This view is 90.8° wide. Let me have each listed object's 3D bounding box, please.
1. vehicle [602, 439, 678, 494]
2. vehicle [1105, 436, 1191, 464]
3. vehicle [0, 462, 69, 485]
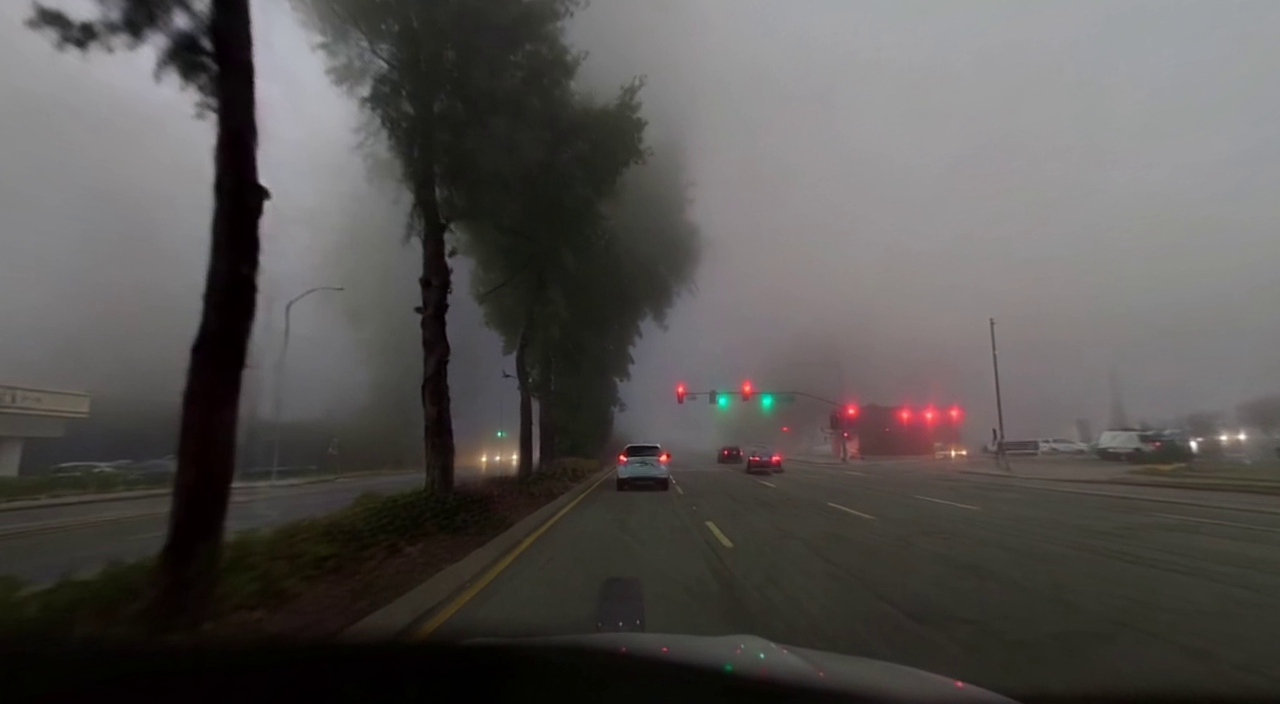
[{"bbox_3d":[-0.026,3.438,19.350,2.064,1.477,3.968,0,-9,-1],"label":"vehicle"},{"bbox_3d":[31.902,6.168,39.824,1.873,1.588,4.133,-2,-8,-1],"label":"vehicle"},{"bbox_3d":[-46.981,9.247,48.272,1.847,1.534,5.021,0,-9,1],"label":"vehicle"}]
